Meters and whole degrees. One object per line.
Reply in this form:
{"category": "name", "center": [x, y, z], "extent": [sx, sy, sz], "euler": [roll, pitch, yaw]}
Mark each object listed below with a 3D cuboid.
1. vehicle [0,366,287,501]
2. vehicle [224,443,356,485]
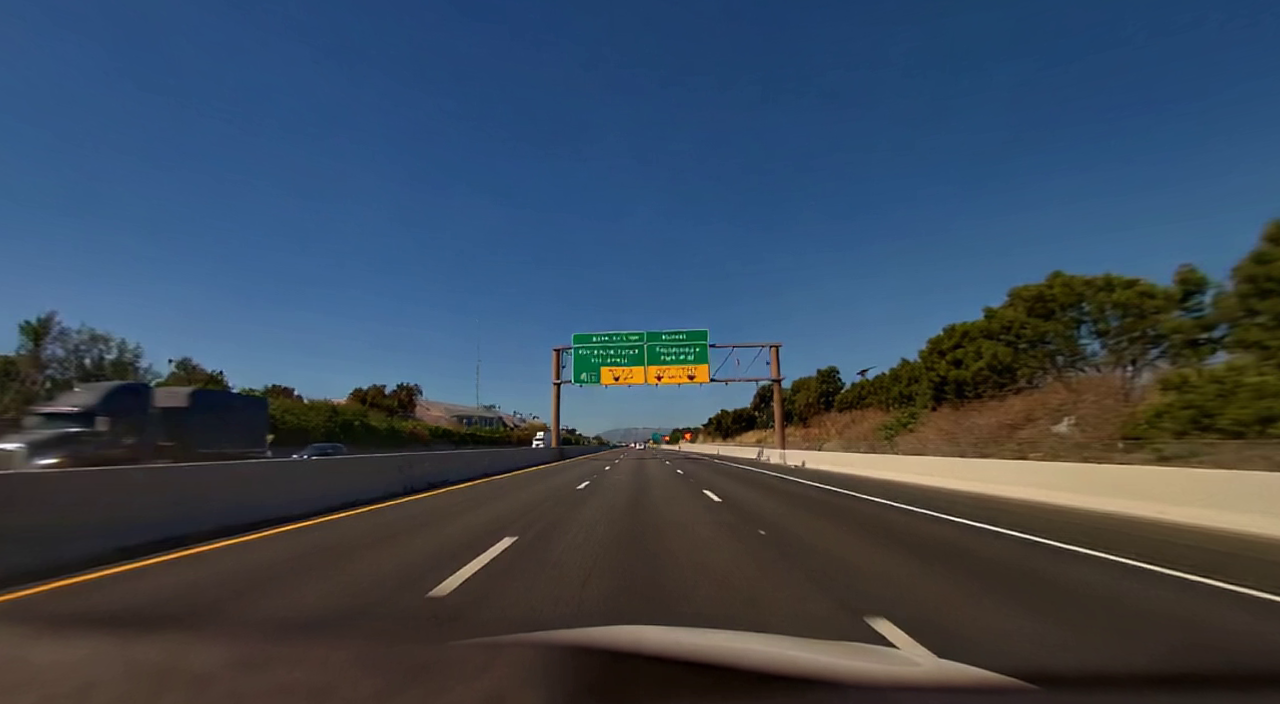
{"category": "vehicle", "center": [-17.659, 3.098, 23.447], "extent": [3.016, 3.899, 10.357], "euler": [0, -8, -1]}
{"category": "vehicle", "center": [-17.847, 5.727, 32.868], "extent": [2.585, 1.877, 7.721], "euler": [0, -8, -1]}
